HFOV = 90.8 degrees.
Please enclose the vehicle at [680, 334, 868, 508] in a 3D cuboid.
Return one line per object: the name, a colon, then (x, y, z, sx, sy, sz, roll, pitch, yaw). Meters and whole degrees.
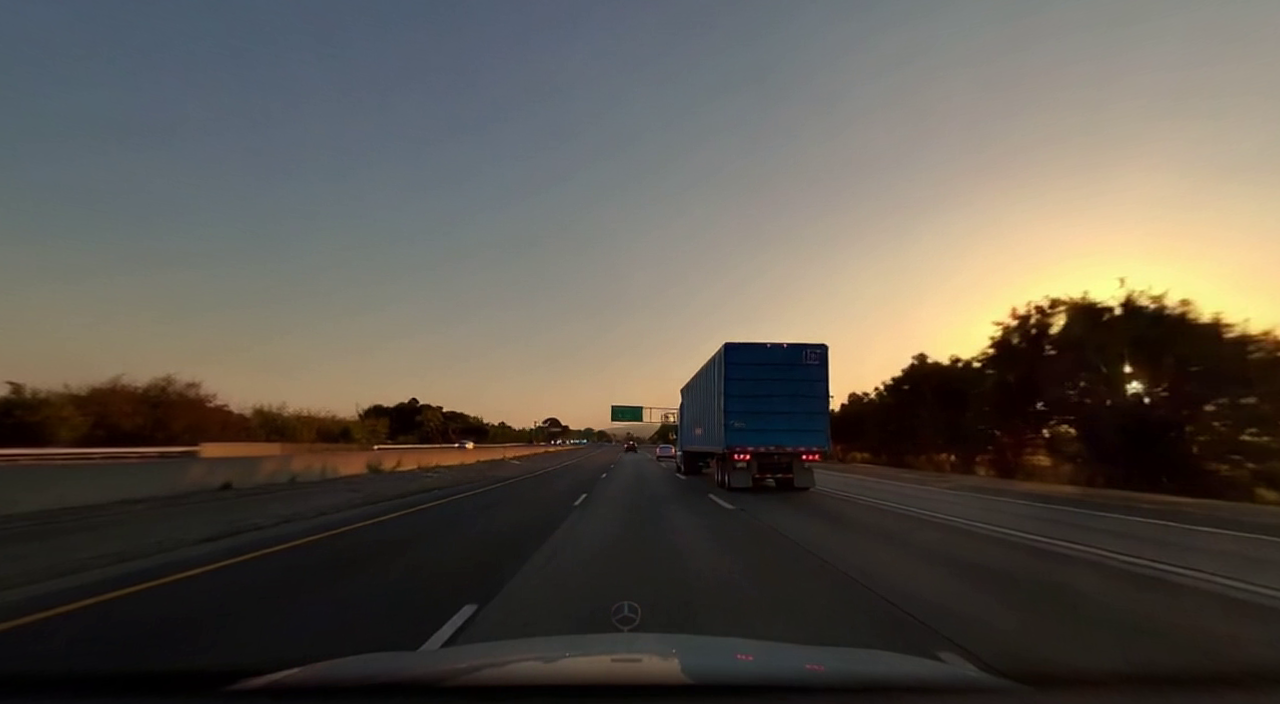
vehicle: (3.720, 2.861, 23.317, 3.462, 4.177, 16.311, 0, -9, 0)
